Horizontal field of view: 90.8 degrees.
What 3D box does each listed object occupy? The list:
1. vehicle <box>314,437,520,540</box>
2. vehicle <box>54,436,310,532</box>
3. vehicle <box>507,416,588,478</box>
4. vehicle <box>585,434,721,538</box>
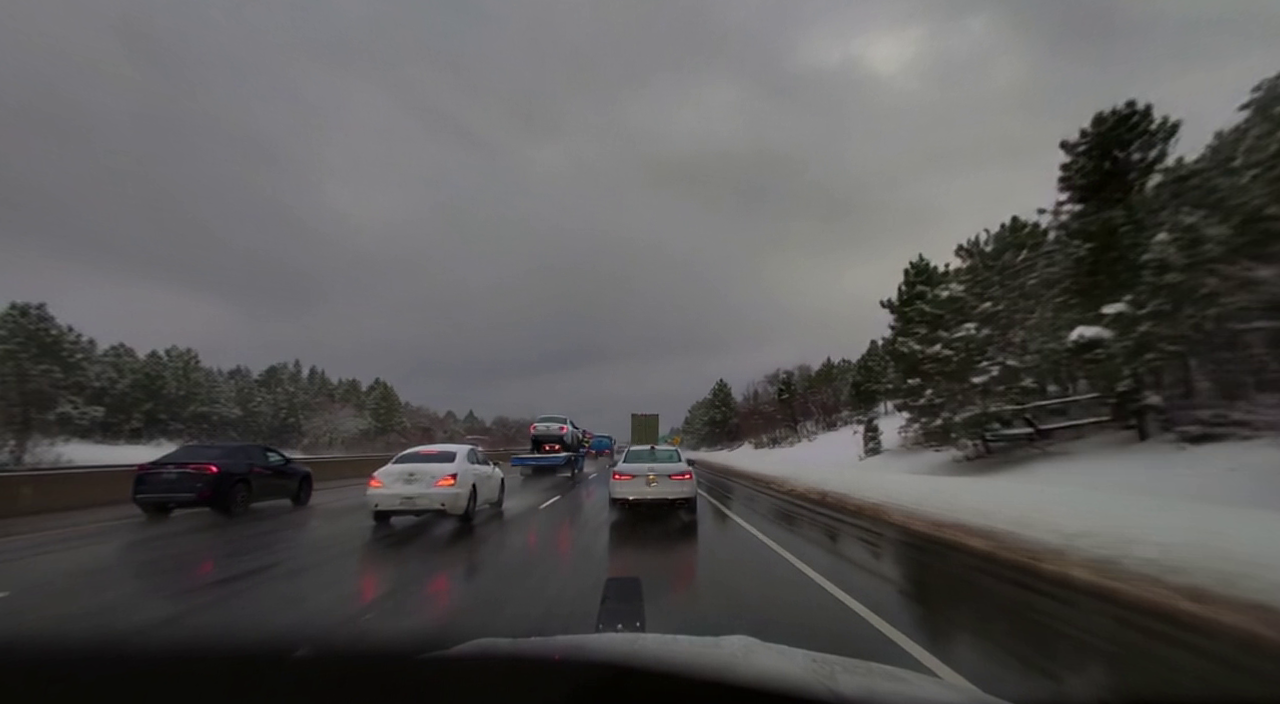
[{"bbox_3d":[-3.656,2.322,11.402,1.947,1.470,4.526,0,-9,2],"label":"vehicle"},{"bbox_3d":[-8.376,2.421,12.102,1.888,1.507,3.949,0,-9,0],"label":"vehicle"},{"bbox_3d":[-2.564,2.786,18.466,2.031,1.594,4.103,1,-9,-4],"label":"vehicle"},{"bbox_3d":[0.203,2.237,11.009,1.991,1.507,3.391,0,-9,1],"label":"vehicle"}]
